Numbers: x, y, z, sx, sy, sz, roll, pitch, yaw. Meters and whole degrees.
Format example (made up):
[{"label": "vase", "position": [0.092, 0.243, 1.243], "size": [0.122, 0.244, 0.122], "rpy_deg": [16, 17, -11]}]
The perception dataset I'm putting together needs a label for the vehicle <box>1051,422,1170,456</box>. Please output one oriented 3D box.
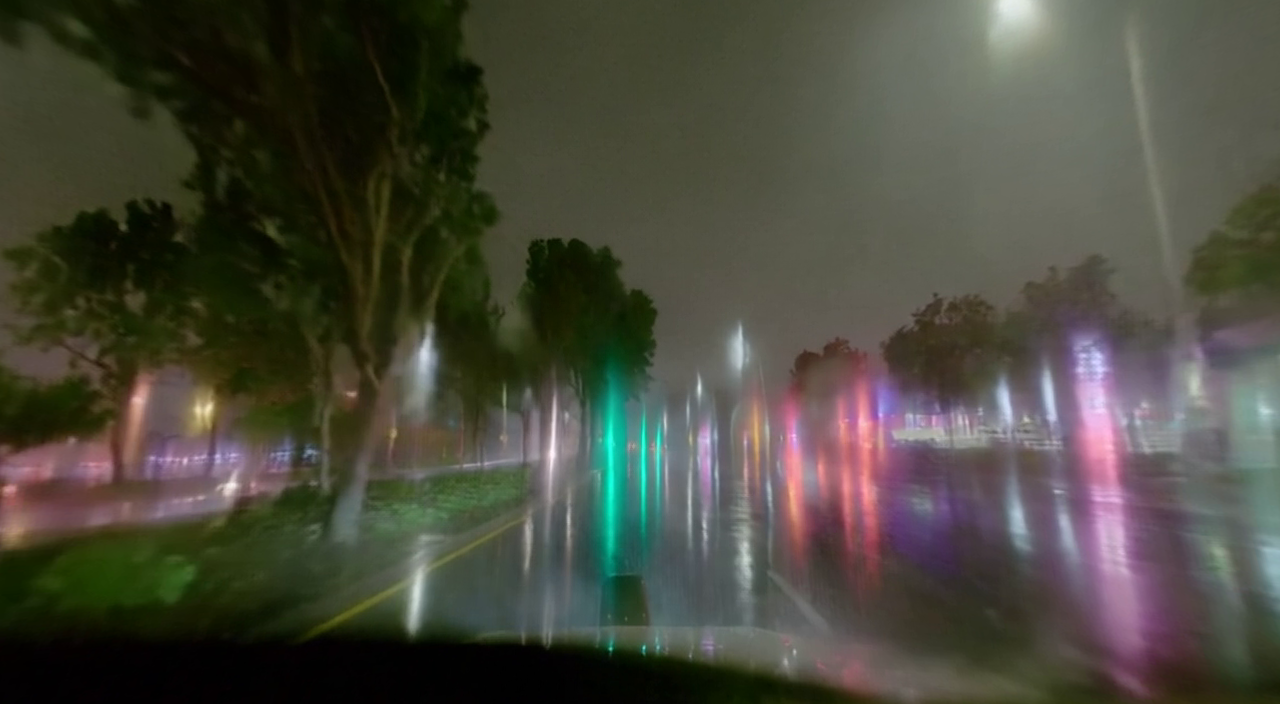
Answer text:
[{"label": "vehicle", "position": [32.013, 5.918, 43.005], "size": [6.116, 1.924, 2.287], "rpy_deg": [-3, -8, 1]}]
